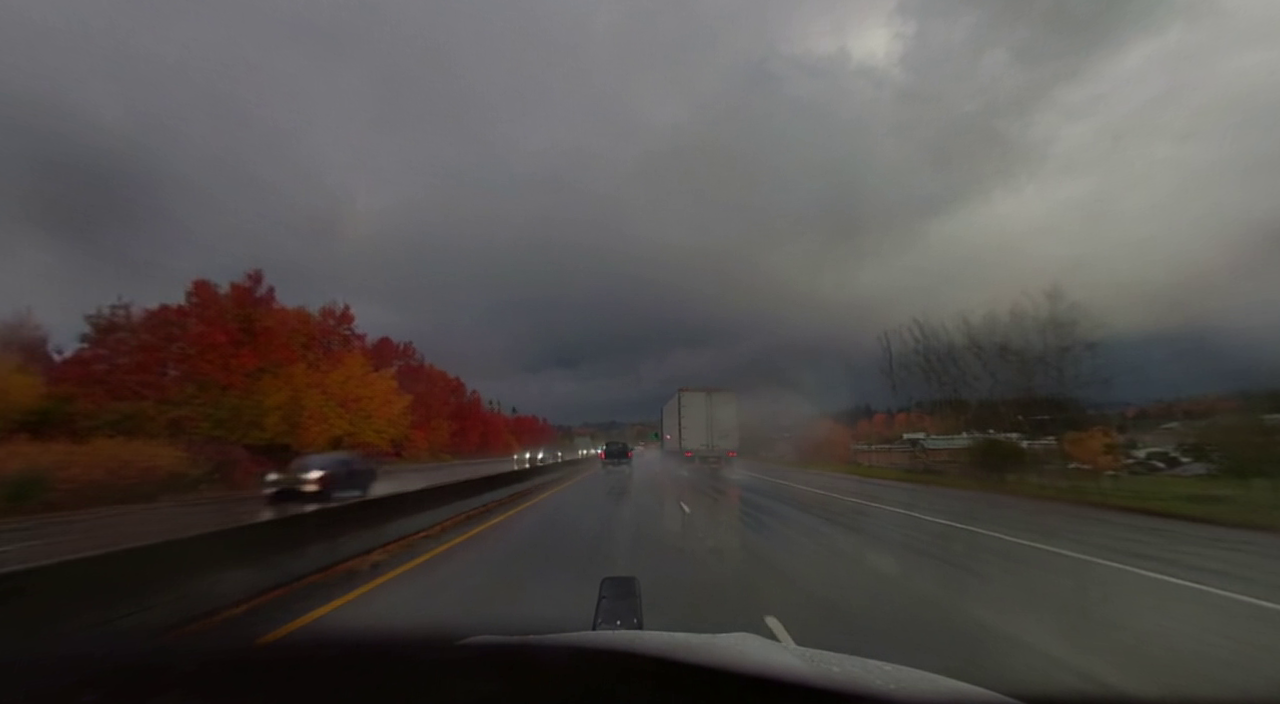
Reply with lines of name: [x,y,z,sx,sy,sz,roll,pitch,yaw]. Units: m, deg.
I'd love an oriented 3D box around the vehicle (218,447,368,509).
vehicle: [-9.818,3.554,18.168,1.946,1.550,4.142,-1,-9,0]

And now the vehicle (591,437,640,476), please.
vehicle: [-1.084,4.927,29.713,2.151,1.693,4.201,-1,-9,-1]

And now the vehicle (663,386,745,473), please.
vehicle: [3.254,4.683,36.445,3.068,4.042,13.787,0,-9,-1]
